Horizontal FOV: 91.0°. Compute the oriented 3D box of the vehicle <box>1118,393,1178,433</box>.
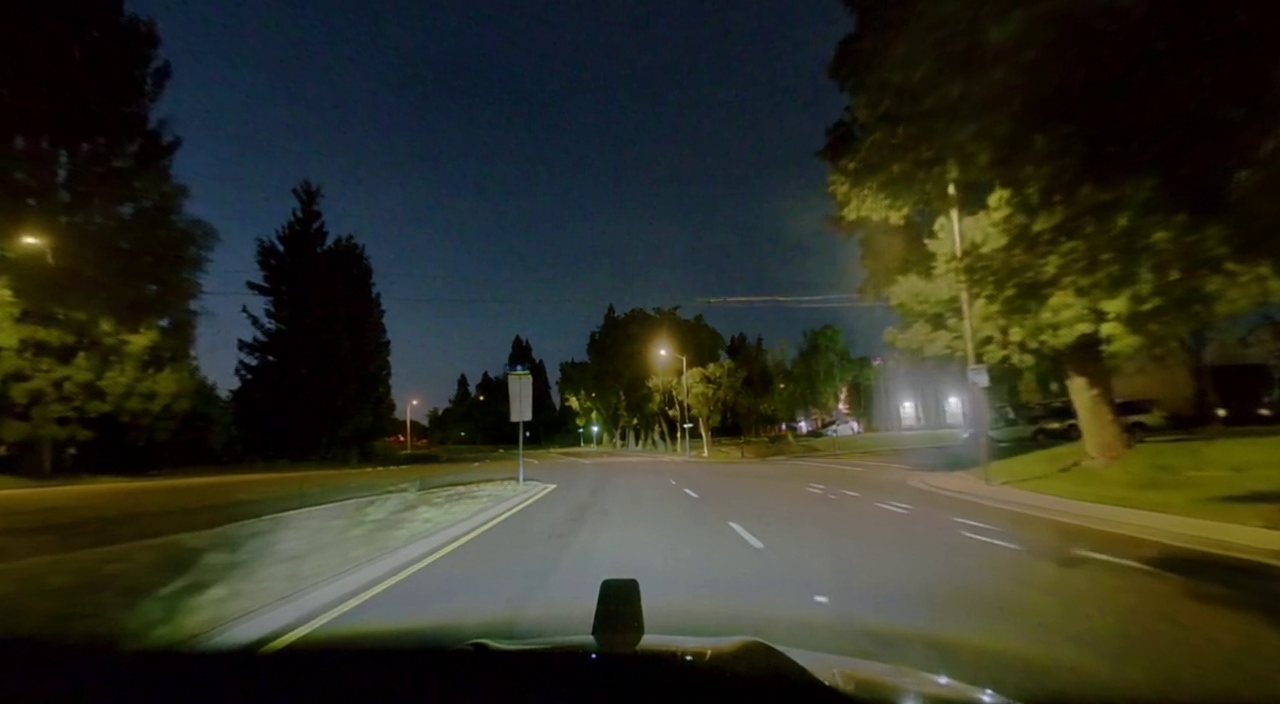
[{"bbox_3d":[29.125,3.562,36.016,2.111,2.008,4.557,-8,-12,43],"label":"vehicle"}]

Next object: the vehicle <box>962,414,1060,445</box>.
[{"bbox_3d":[20.644,4.375,35.132,4.499,1.627,2.003,-5,-10,33],"label":"vehicle"}]
